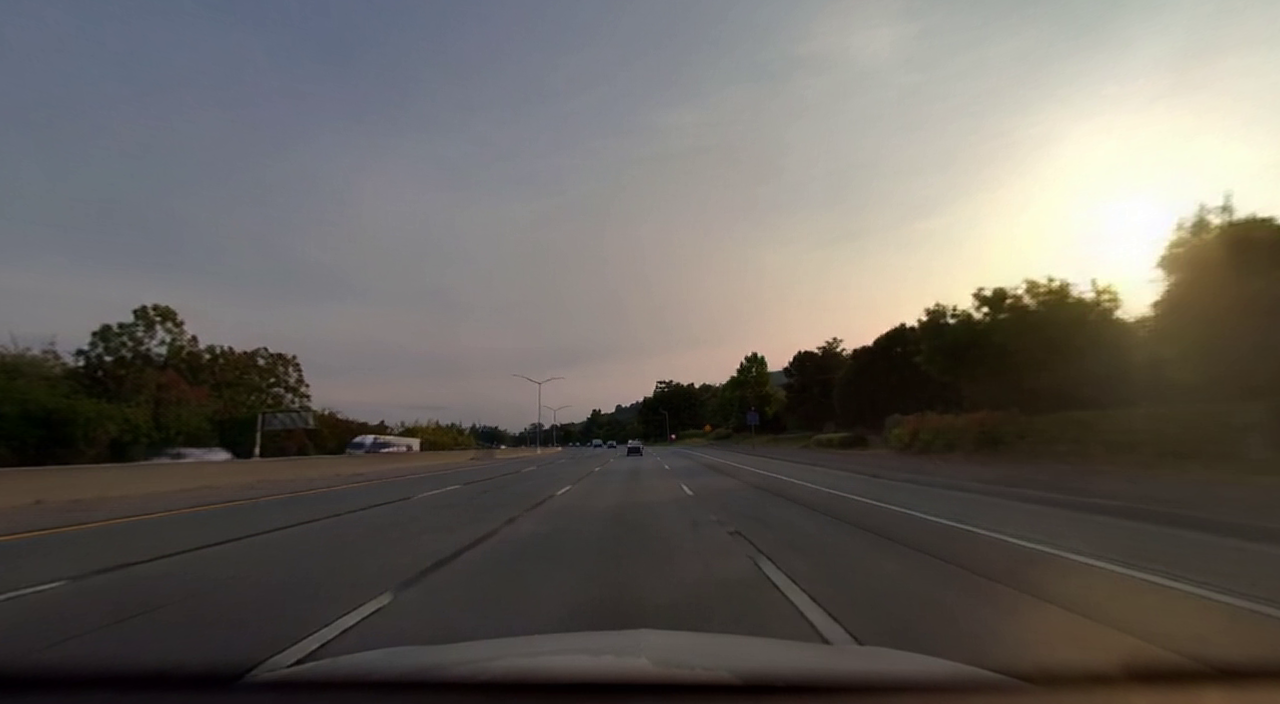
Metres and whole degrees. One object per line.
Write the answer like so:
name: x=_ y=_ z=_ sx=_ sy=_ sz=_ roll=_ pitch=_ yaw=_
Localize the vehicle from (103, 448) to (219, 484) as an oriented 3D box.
vehicle: x=-20.630 y=4.886 z=27.389 sx=1.810 sy=1.416 sz=3.982 roll=0 pitch=-8 yaw=2
